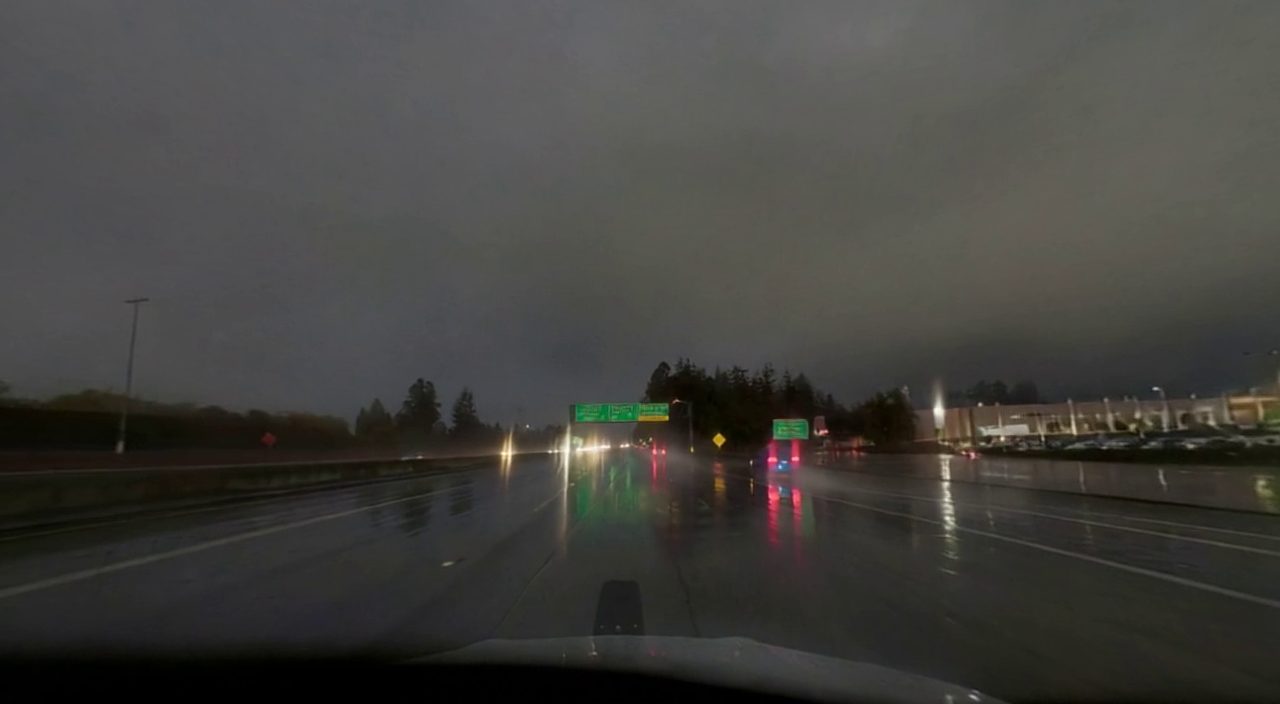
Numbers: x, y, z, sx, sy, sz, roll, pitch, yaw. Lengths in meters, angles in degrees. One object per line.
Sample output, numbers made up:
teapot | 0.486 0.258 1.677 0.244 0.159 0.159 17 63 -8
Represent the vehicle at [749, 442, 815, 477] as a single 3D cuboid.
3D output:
vehicle | 6.737 5.146 30.495 1.958 1.498 4.447 1 -8 -2
